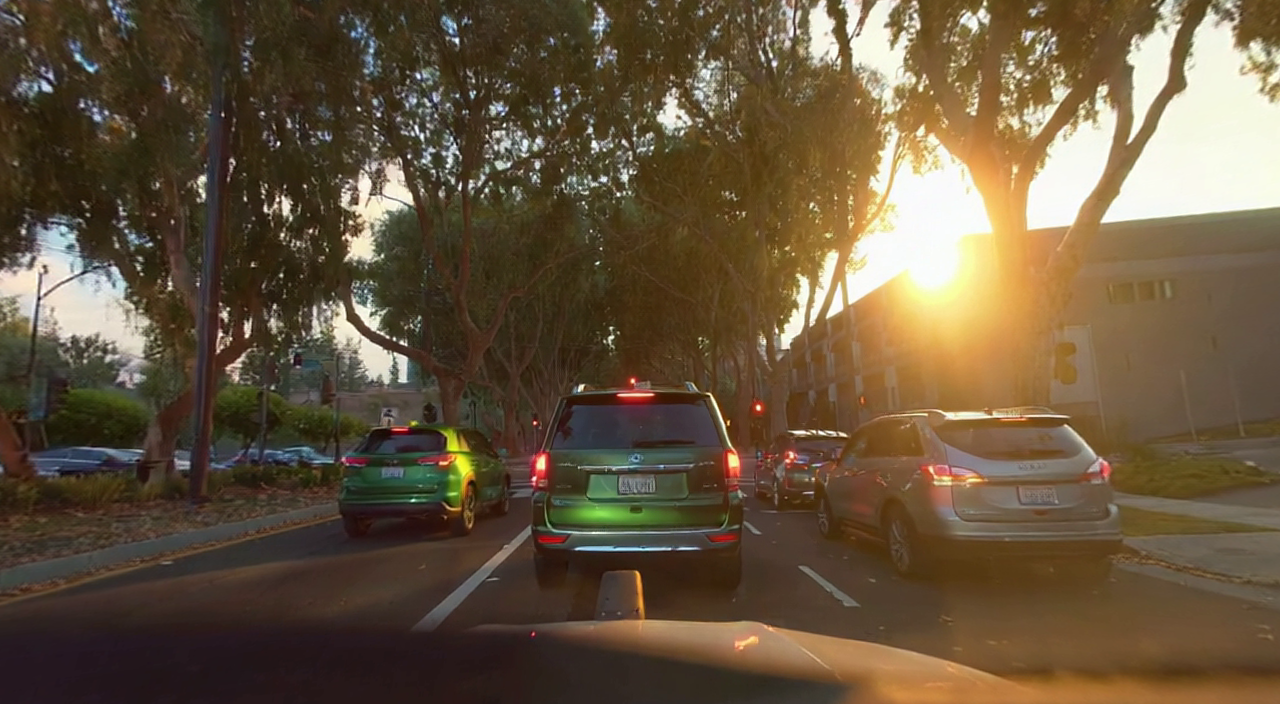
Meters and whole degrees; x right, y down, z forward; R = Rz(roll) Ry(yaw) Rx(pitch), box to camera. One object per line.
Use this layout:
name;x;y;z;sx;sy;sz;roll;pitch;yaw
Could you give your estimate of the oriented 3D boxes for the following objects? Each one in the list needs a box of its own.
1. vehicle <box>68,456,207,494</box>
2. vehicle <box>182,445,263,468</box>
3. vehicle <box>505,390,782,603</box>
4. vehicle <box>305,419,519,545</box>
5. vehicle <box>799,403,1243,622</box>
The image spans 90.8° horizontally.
vehicle;-22.200;5.418;28.220;2.312;1.443;4.684;0;-9;0
vehicle;-30.002;7.511;45.459;4.403;1.532;1.914;0;-8;-3
vehicle;0.017;1.491;7.261;2.294;1.761;3.857;0;-9;0
vehicle;-3.399;2.021;10.410;1.961;1.639;4.064;0;-9;0
vehicle;3.473;1.551;7.054;2.202;1.657;4.298;0;-9;-1
